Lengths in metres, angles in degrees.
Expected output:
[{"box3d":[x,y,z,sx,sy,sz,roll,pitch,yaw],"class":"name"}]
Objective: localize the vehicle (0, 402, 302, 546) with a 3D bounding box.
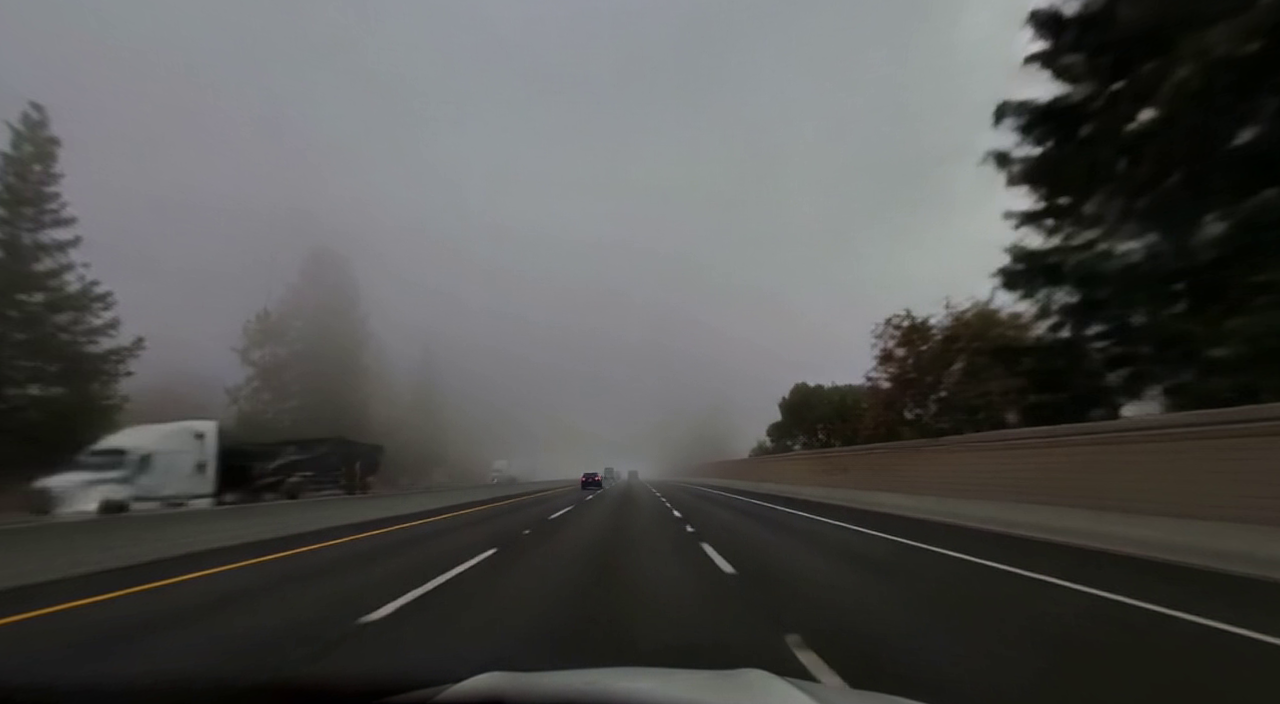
[{"box3d":[-17.188,4.302,22.662,3.031,3.715,12.365,1,-11,0],"class":"vehicle"}]
